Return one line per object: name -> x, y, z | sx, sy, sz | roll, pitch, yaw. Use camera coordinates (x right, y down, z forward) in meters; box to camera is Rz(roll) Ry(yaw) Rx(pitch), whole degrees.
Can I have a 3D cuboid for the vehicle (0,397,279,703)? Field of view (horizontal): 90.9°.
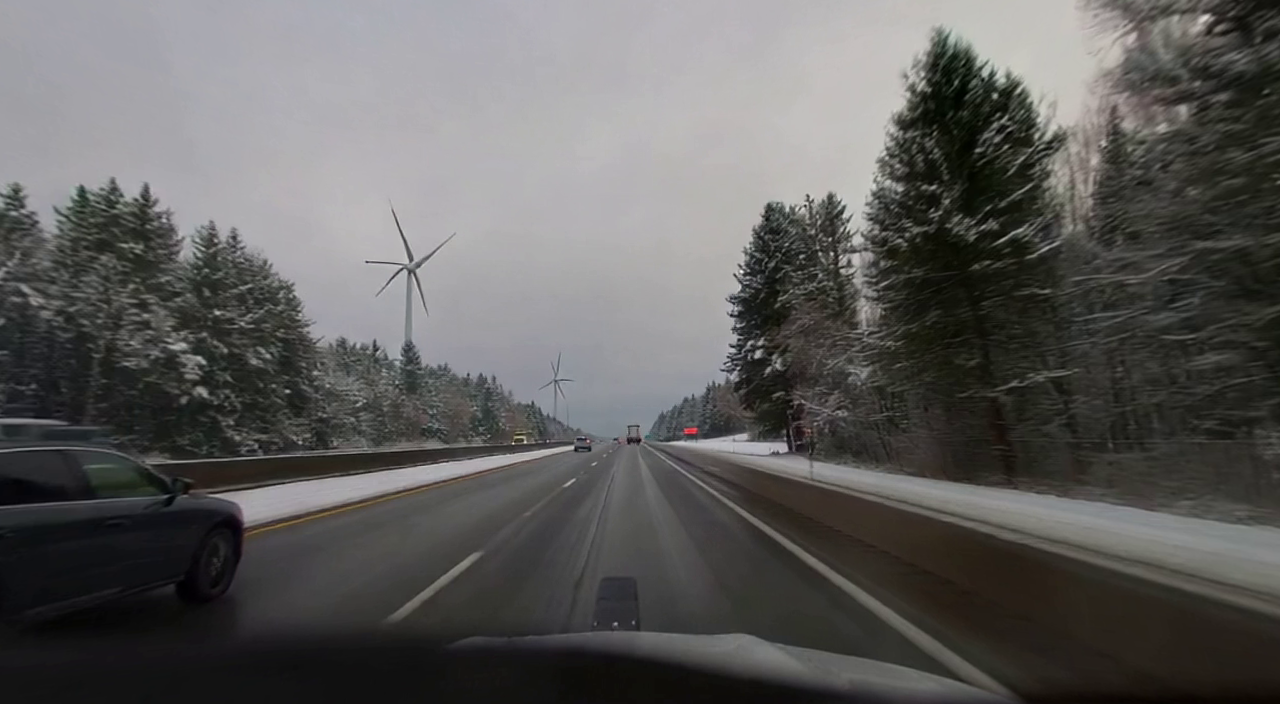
vehicle -> -3.972, 1.004, 3.190 | 1.950, 1.511, 3.965 | 0, -8, -1
